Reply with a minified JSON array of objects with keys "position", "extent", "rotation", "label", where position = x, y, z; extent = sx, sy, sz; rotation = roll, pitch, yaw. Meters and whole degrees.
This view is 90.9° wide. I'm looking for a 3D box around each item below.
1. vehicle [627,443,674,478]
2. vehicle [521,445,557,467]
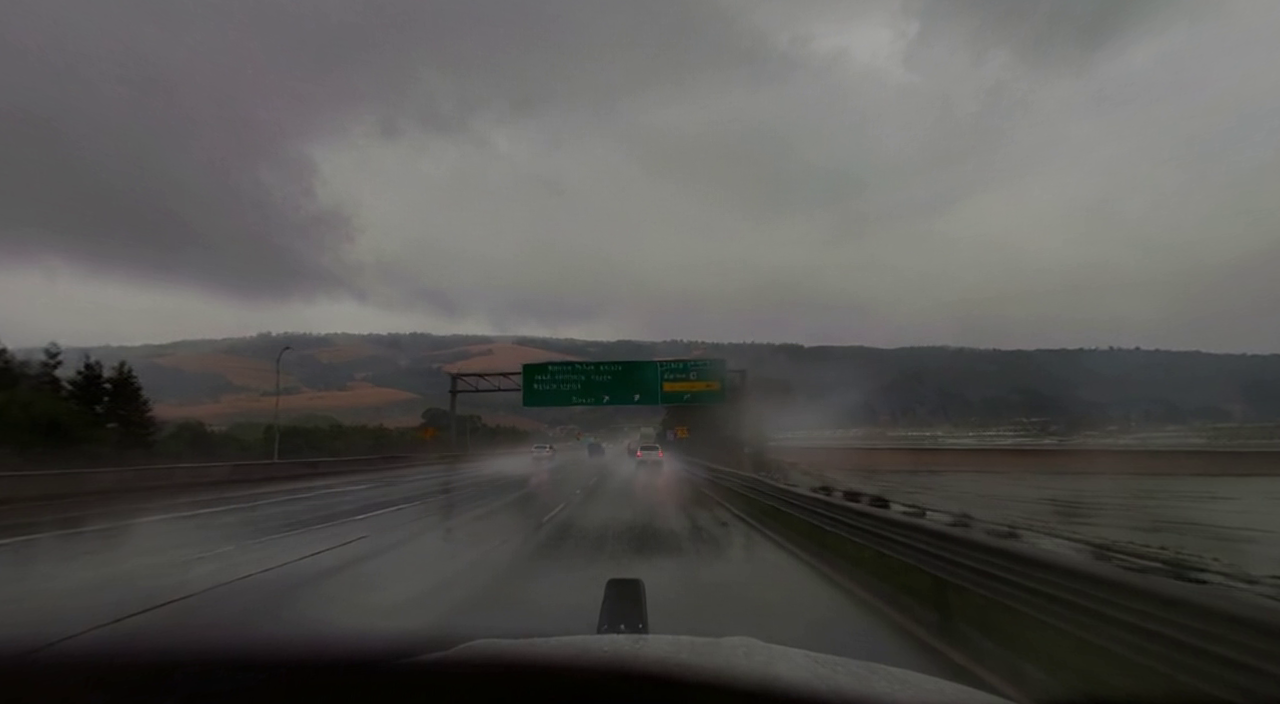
[{"position":[0.392,4.948,28.919],"extent":[2.019,1.475,4.301],"rotation":[0,-9,-1],"label":"vehicle"},{"position":[-7.144,7.430,44.999],"extent":[1.955,1.468,3.637],"rotation":[0,-9,0],"label":"vehicle"}]
